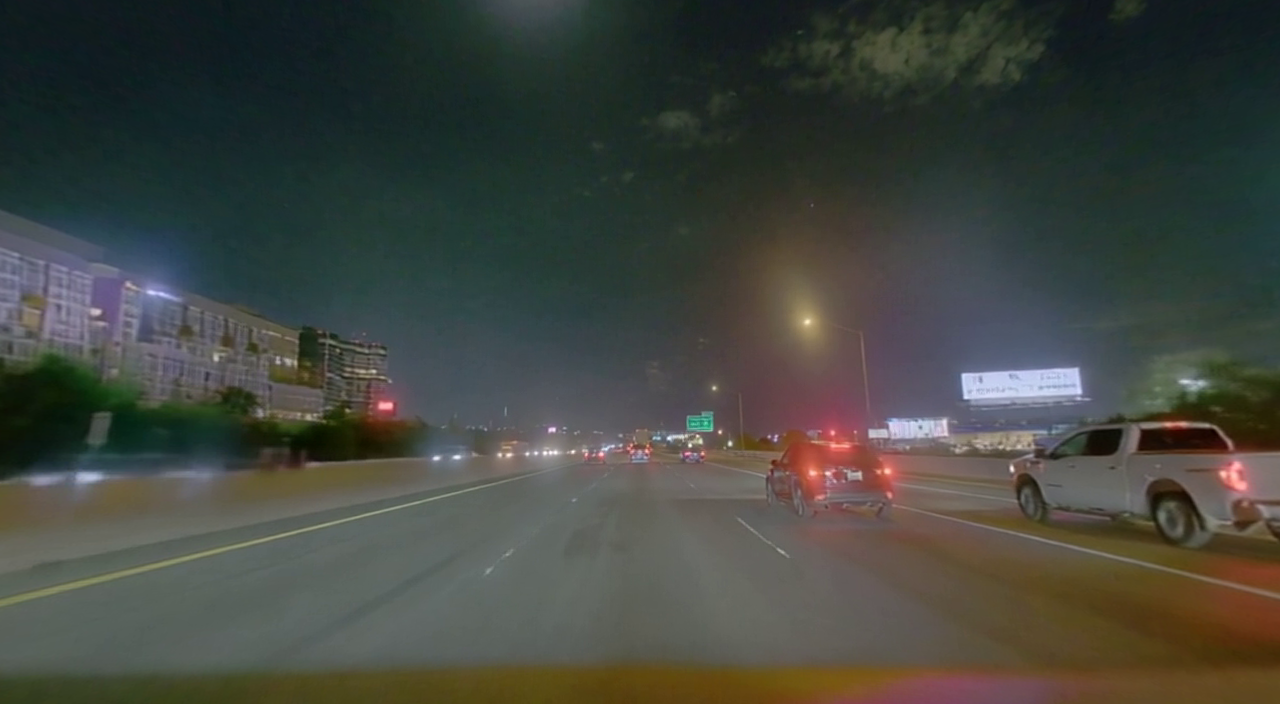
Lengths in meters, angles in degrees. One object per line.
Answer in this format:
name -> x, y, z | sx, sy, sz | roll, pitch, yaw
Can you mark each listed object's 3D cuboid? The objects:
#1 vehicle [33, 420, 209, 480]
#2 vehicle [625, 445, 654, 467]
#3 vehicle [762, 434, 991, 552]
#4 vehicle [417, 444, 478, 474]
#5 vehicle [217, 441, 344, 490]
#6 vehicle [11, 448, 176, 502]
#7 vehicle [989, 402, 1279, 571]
vehicle -> -35.883, 6.907, 44.644 | 2.924, 3.683, 11.318 | 0, -9, -1
vehicle -> -0.117, 8.192, 49.895 | 2.191, 1.685, 4.015 | 0, -9, -1
vehicle -> 3.529, 2.183, 10.534 | 1.987, 1.509, 4.512 | 0, -9, -1
vehicle -> -11.536, 6.424, 38.222 | 2.031, 1.625, 5.415 | 0, -9, 0
vehicle -> -13.311, 4.214, 23.812 | 2.009, 1.635, 4.827 | 0, -9, -1
vehicle -> -17.957, 4.014, 21.080 | 1.835, 1.592, 4.076 | 0, -9, -1
vehicle -> 7.624, 1.812, 9.250 | 2.176, 1.793, 4.841 | 0, -9, -1
